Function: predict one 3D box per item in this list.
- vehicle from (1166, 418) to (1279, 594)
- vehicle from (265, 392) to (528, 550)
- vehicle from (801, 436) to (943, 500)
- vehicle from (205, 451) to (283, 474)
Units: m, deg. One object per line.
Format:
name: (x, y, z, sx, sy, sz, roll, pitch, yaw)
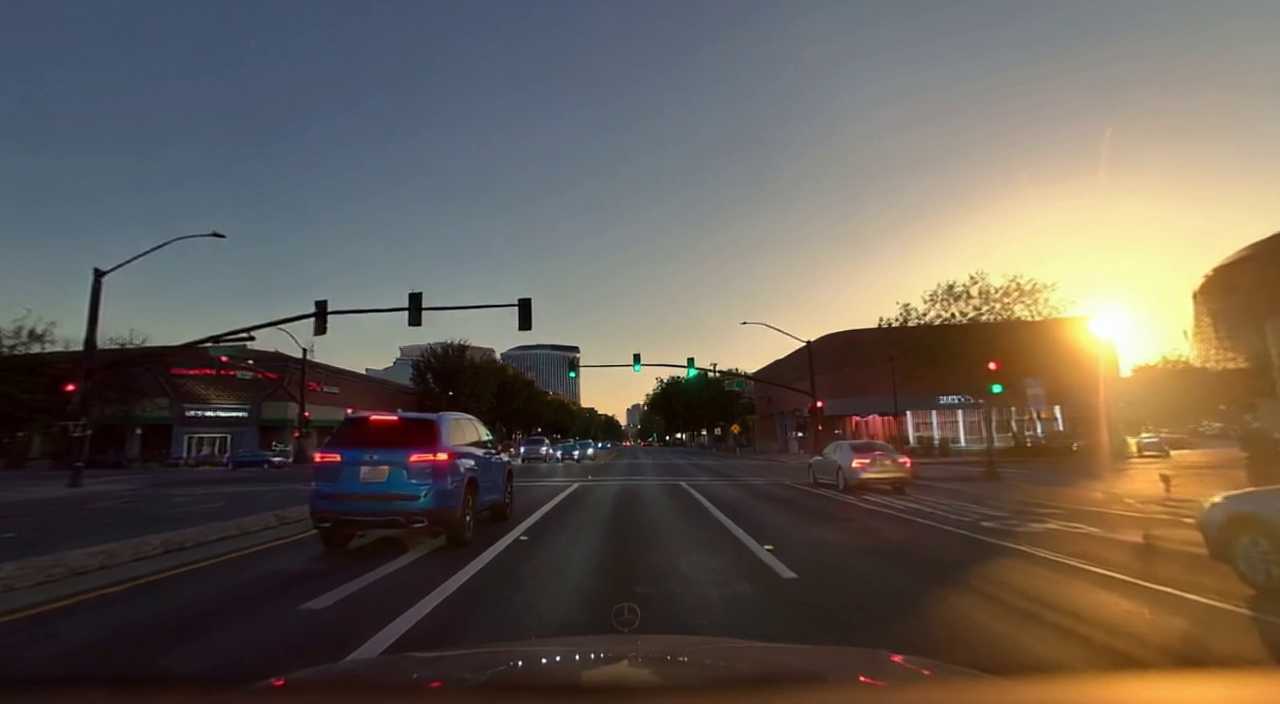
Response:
vehicle: (6.712, 1.167, 4.288, 2.014, 1.539, 4.852, 0, -8, -1)
vehicle: (-3.365, 1.798, 10.163, 2.313, 1.883, 5.016, 0, -8, -1)
vehicle: (6.069, 3.076, 17.274, 1.972, 1.476, 4.775, 0, -8, -2)
vehicle: (-28.640, 7.968, 45.737, 4.495, 1.473, 1.813, 7, -11, -40)
